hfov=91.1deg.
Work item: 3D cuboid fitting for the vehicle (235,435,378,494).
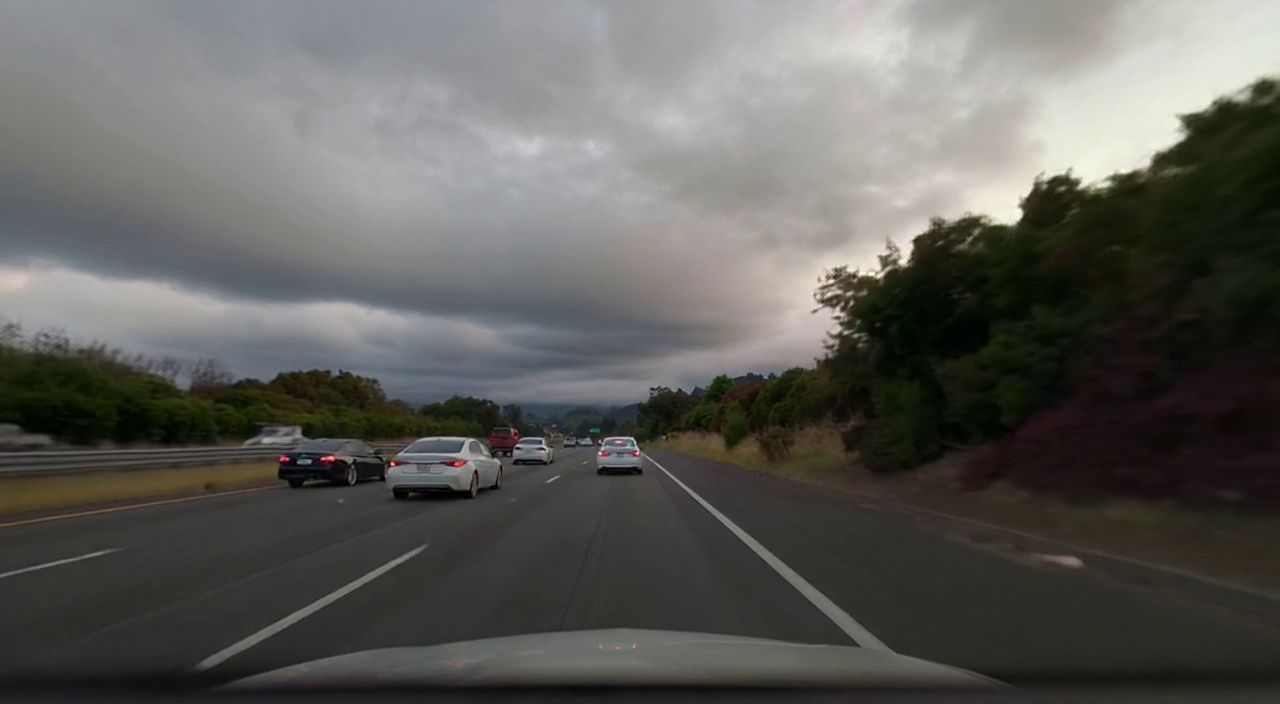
[{"bbox_3d":[-9.205,3.085,17.761,1.850,1.439,3.932,0,-8,0],"label":"vehicle"}]

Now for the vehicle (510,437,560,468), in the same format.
[{"bbox_3d":[-5.185,5.000,31.486,1.835,1.432,3.835,0,-8,0],"label":"vehicle"}]

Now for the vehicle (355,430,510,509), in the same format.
[{"bbox_3d":[-4.351,2.513,14.053,1.971,1.464,4.386,0,-8,0],"label":"vehicle"}]

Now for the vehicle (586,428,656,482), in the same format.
[{"bbox_3d":[-0.651,3.505,21.757,2.178,1.658,3.916,0,-8,-1],"label":"vehicle"}]
